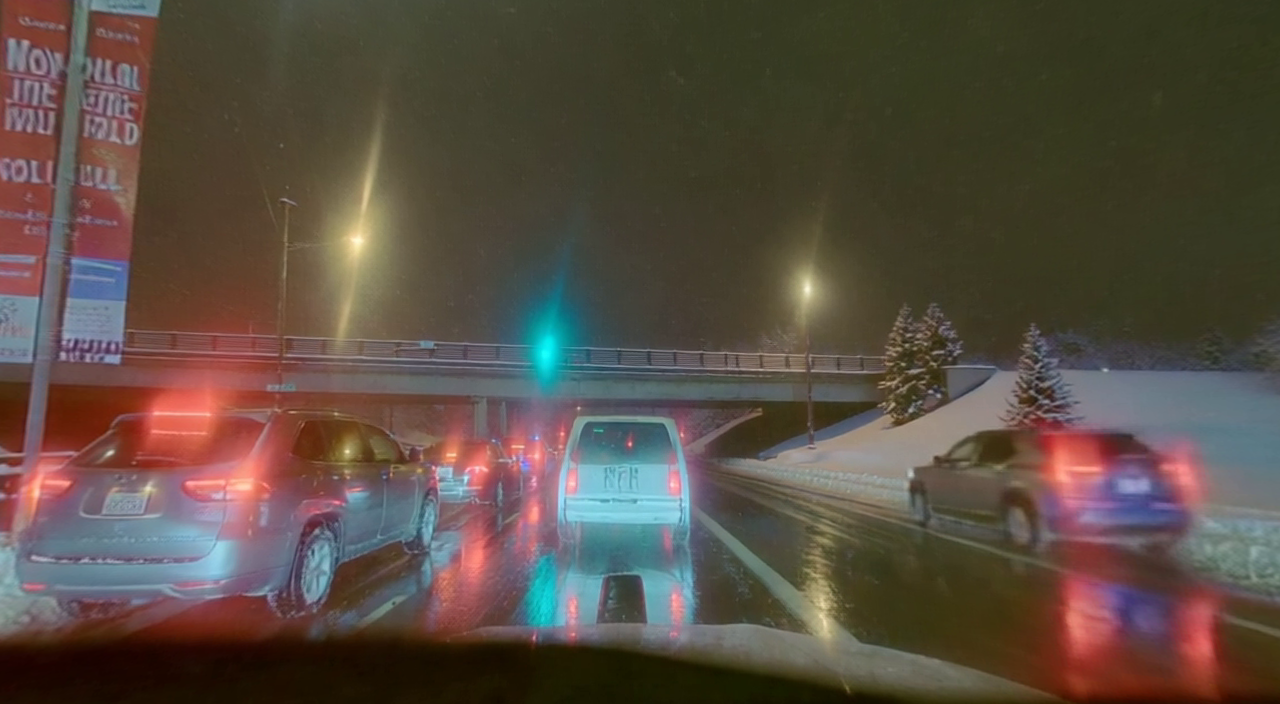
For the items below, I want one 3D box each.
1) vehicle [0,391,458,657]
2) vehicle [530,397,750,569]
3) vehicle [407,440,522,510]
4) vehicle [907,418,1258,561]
[{"bbox_3d":[-3.495,1.433,6.273,2.039,1.709,4.265,0,-9,0],"label":"vehicle"},{"bbox_3d":[-0.079,1.765,9.206,2.409,1.864,4.471,0,-9,-2],"label":"vehicle"},{"bbox_3d":[-4.146,2.942,15.431,1.797,1.505,3.506,0,-9,0],"label":"vehicle"},{"bbox_3d":[6.476,2.046,10.137,2.191,1.730,4.658,0,-9,-1],"label":"vehicle"}]
